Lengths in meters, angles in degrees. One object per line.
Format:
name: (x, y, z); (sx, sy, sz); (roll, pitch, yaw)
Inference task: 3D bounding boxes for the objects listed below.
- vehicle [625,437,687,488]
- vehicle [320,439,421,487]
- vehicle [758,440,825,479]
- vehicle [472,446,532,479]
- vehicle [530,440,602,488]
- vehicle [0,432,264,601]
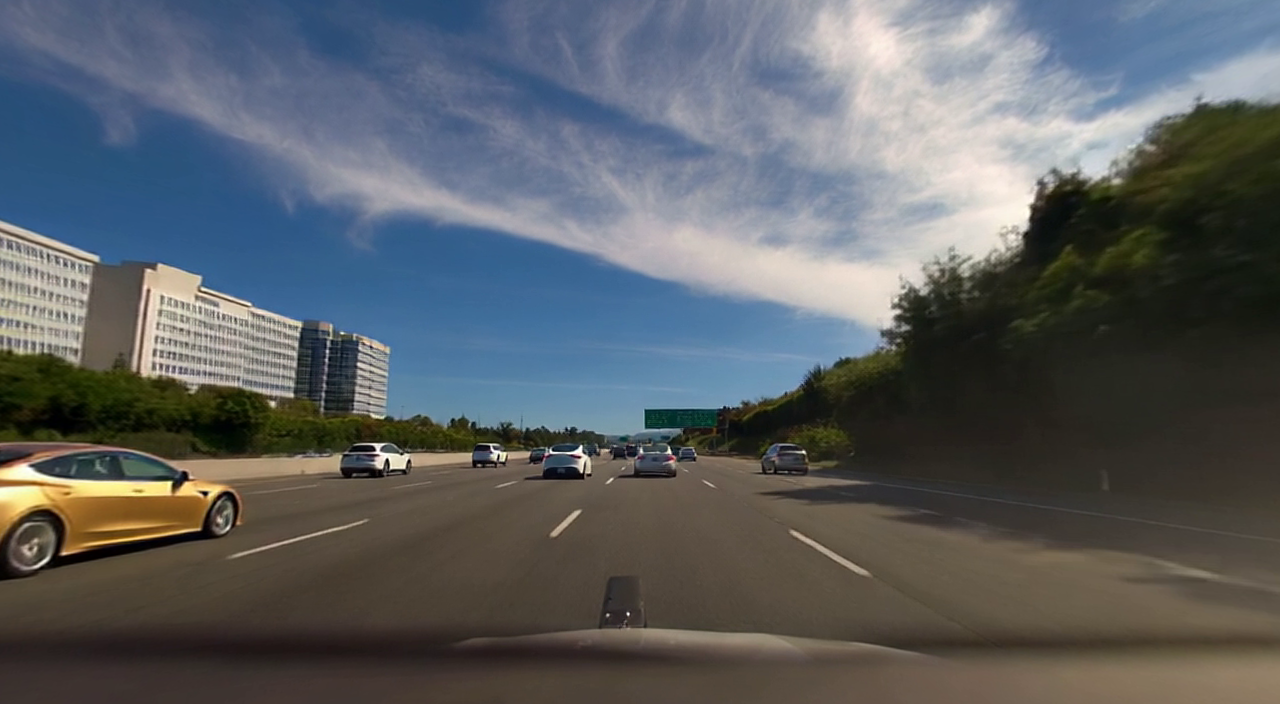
vehicle: (0.575, 4.094, 23.788); (2.114, 1.715, 4.136); (-1, -8, 1)
vehicle: (-10.365, 4.277, 24.658); (1.947, 1.683, 4.331); (-1, -8, 1)
vehicle: (7.503, 5.347, 31.744); (2.071, 1.754, 4.484); (0, -8, -3)
vehicle: (-6.593, 5.312, 30.580); (1.886, 1.455, 4.148); (0, -8, 1)
vehicle: (-2.711, 4.222, 24.116); (2.102, 1.624, 4.257); (-1, -8, 2)
vehicle: (-6.705, 1.675, 7.041); (2.116, 1.473, 4.644); (0, -8, 1)
